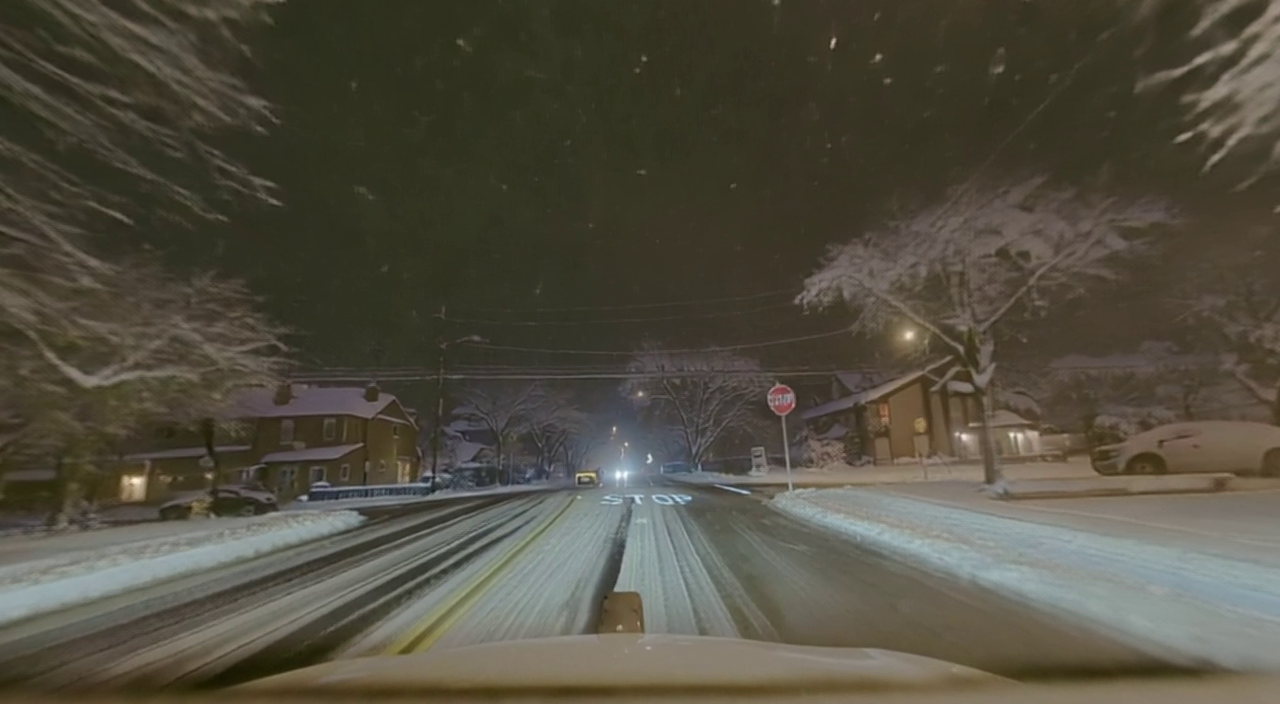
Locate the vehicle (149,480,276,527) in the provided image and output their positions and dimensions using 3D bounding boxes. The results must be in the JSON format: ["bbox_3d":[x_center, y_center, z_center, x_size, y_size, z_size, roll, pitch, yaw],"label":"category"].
[{"bbox_3d":[-18.521,6.558,27.445,4.274,1.626,2.093,-6,-10,11],"label":"vehicle"}]

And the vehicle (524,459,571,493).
[{"bbox_3d":[-6.048,8.155,41.822,2.149,1.823,4.613,-6,-10,1],"label":"vehicle"}]

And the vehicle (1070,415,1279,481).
[{"bbox_3d":[16.768,2.997,19.675,4.982,1.874,2.133,-3,-9,12],"label":"vehicle"}]
